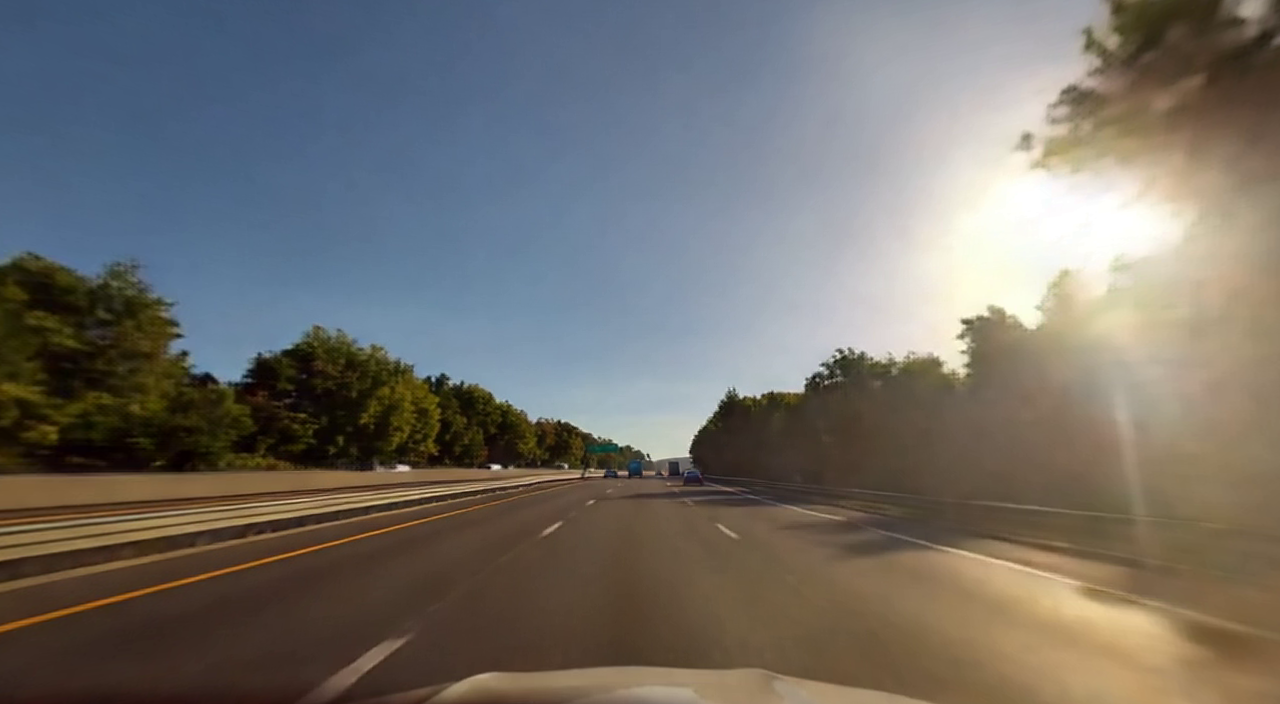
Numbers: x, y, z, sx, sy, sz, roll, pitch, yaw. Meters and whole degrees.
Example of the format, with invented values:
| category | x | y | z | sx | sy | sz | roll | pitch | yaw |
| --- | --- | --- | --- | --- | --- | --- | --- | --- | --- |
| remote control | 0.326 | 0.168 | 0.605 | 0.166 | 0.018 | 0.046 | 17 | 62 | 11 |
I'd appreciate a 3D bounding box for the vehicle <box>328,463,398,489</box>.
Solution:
| category | x | y | z | sx | sy | sz | roll | pitch | yaw |
| --- | --- | --- | --- | --- | --- | --- | --- | --- | --- |
| vehicle | -16.079 | 7.250 | 36.882 | 2.023 | 1.373 | 4.618 | 0 | -11 | 0 |
